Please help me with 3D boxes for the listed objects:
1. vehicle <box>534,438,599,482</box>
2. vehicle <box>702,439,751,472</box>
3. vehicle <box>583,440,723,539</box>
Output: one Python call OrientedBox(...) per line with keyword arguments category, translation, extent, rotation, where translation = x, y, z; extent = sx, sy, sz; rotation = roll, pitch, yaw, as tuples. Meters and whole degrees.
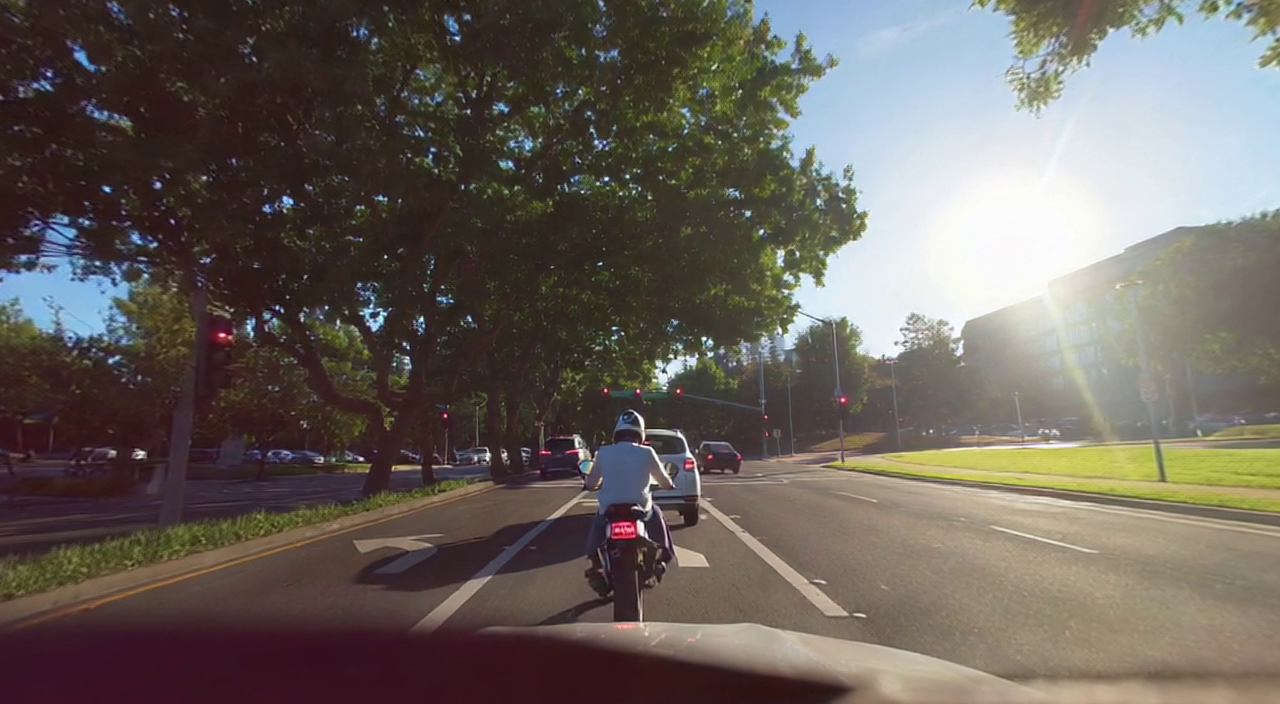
OrientedBox(category="vehicle", translation=(-3.014, 4.568, 27.084), extent=(2.056, 1.647, 5.045), rotation=(-1, -8, 1))
OrientedBox(category="vehicle", translation=(4.683, 5.683, 34.775), extent=(2.075, 1.661, 4.229), rotation=(0, -8, -1))
OrientedBox(category="vehicle", translation=(0.177, 2.385, 11.736), extent=(2.093, 1.450, 4.437), rotation=(0, -8, 0))
